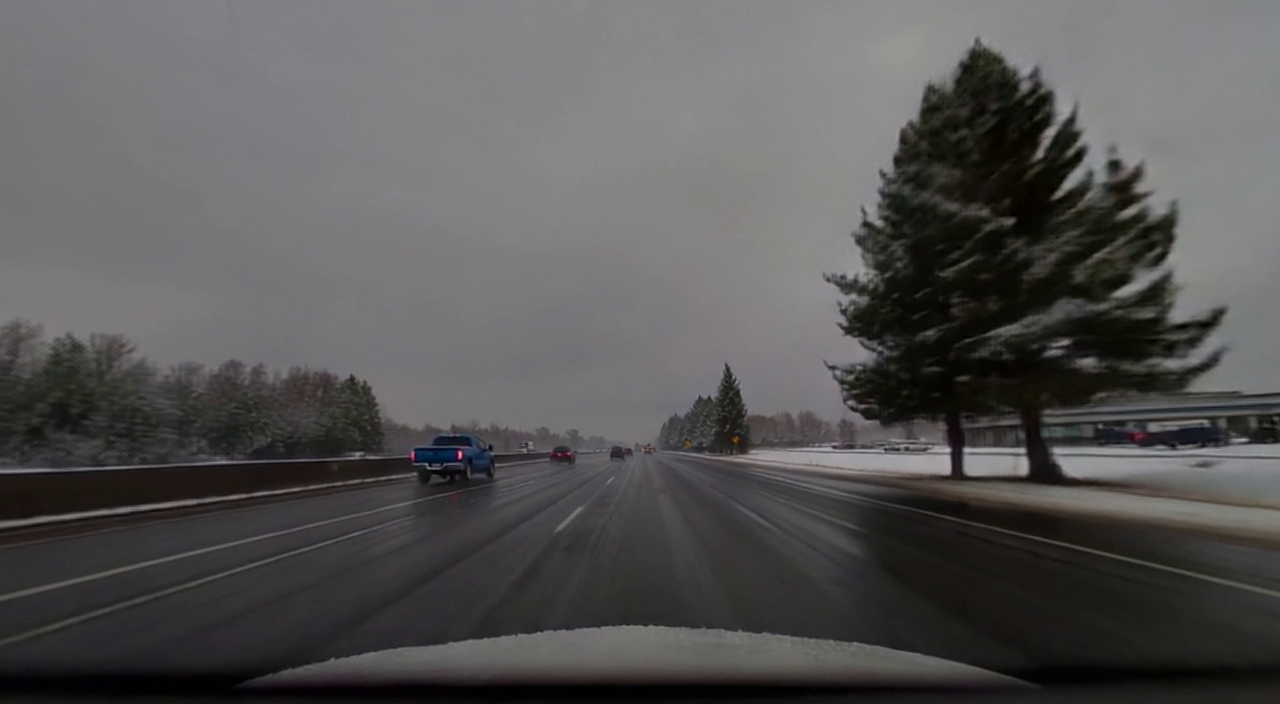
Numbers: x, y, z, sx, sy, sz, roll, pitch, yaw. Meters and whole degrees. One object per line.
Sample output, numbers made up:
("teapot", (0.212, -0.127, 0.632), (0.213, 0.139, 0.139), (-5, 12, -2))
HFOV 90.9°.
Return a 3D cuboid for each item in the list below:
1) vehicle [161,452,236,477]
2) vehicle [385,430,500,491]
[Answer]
("vehicle", (-33.084, 8.439, 47.487), (1.997, 1.730, 4.951), (0, -8, 1))
("vehicle", (-6.917, 3.874, 22.999), (2.156, 1.911, 5.956), (0, -8, 1))
